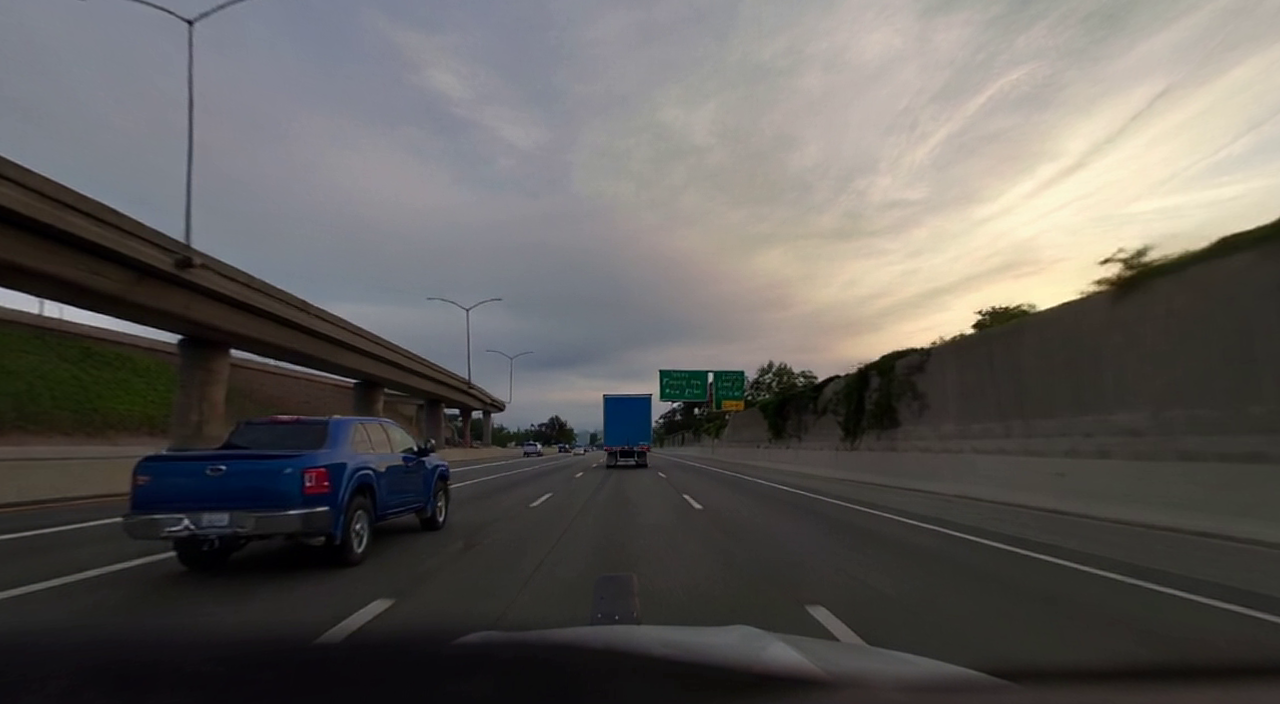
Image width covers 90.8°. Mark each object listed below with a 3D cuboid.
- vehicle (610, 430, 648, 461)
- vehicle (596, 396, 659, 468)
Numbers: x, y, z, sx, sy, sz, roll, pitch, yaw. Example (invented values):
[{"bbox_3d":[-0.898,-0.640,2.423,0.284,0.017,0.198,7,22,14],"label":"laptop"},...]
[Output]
[{"bbox_3d":[-0.638,5.346,36.193,2.052,1.666,4.358,1,-8,-1],"label":"vehicle"},{"bbox_3d":[-0.621,5.082,39.040,3.233,3.678,11.032,2,-9,0],"label":"vehicle"}]
